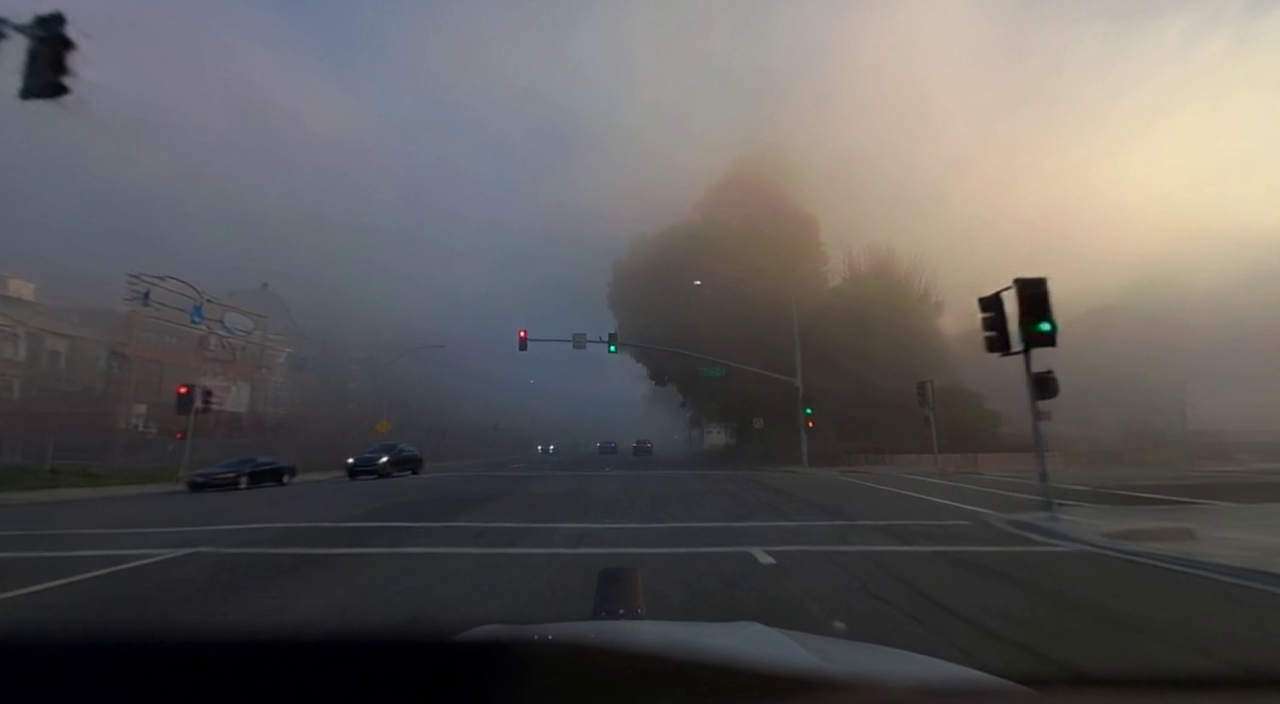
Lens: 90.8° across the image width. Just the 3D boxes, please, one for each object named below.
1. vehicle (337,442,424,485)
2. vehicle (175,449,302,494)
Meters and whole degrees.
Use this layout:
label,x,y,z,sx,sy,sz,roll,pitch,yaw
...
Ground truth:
label,x,y,z,sx,sy,sz,roll,pitch,yaw
vehicle,-11.038,4.746,27.241,1.893,1.654,4.127,-1,-9,2
vehicle,-14.739,4.365,23.515,1.847,1.453,4.286,0,-9,1
